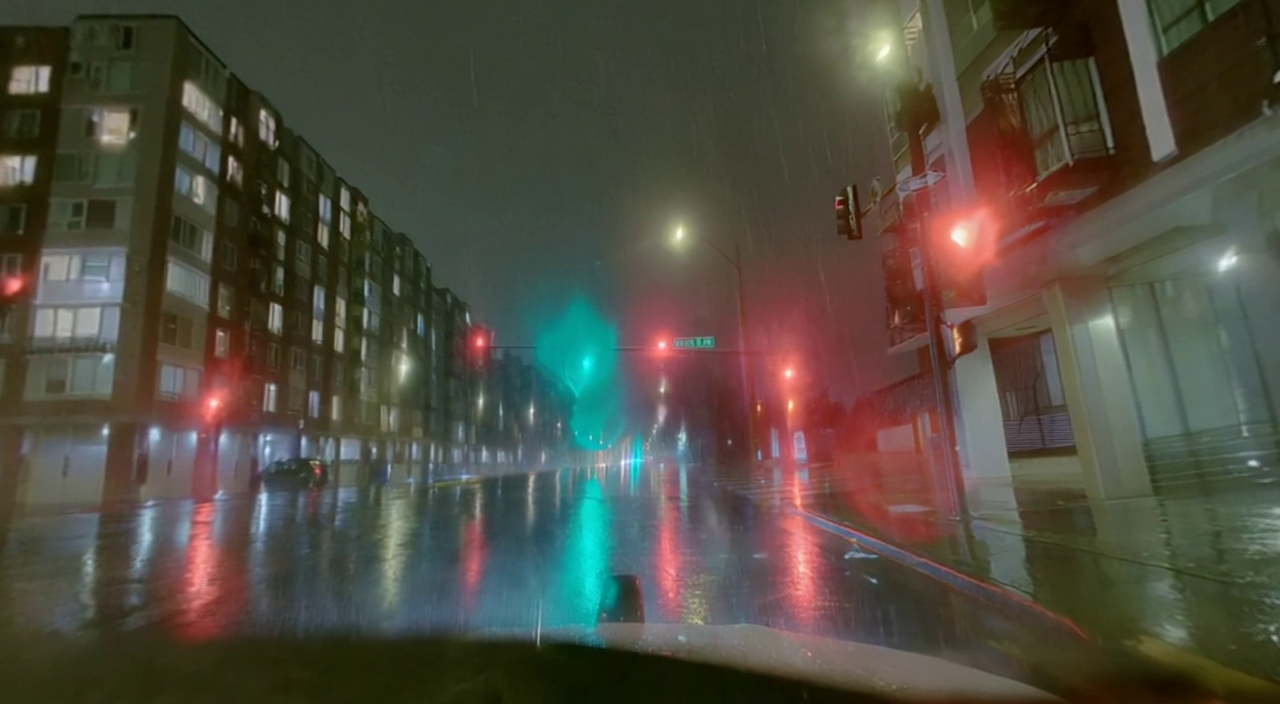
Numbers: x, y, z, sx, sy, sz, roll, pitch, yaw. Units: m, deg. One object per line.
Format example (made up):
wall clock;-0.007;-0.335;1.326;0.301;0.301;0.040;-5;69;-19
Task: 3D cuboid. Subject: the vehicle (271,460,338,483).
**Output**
vehicle;-24.629;8.778;46.286;3.882;1.600;1.768;0;-9;2
